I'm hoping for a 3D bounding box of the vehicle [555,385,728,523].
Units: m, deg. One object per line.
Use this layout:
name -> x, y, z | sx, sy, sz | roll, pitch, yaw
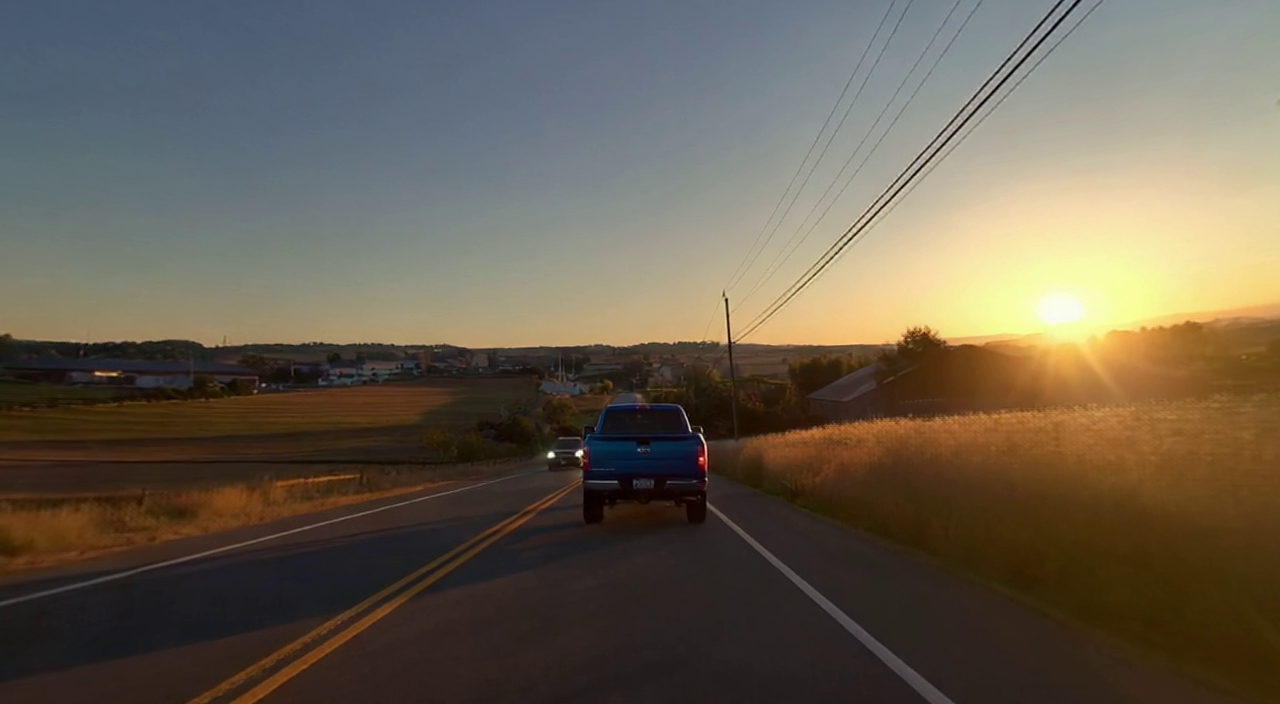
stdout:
vehicle -> -0.039, 2.256, 14.382 | 2.912, 2.320, 7.292 | 0, -8, -1
